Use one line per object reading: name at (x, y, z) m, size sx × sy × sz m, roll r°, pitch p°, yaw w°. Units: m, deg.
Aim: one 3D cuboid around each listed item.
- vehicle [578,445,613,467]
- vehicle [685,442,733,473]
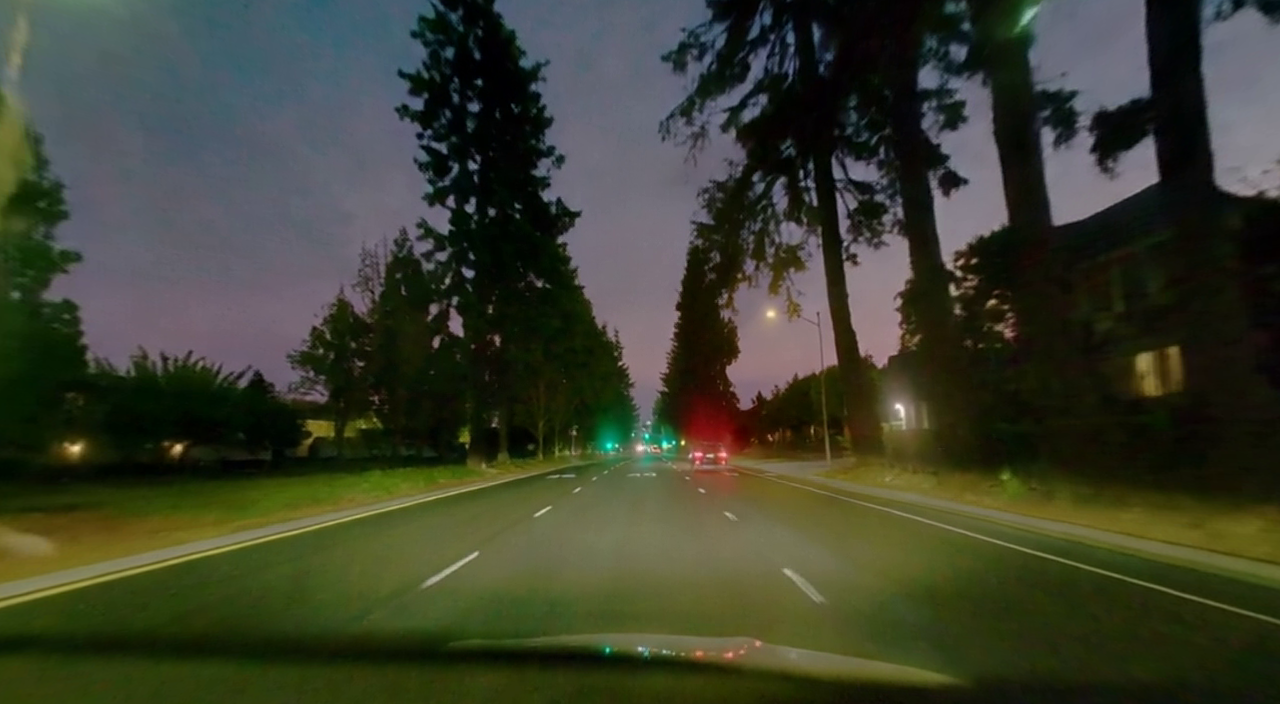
vehicle at (-3.125, 7.397, 45.156) m, size 2.011 × 1.480 × 4.517 m, roll -1°, pitch -9°, yaw 1°
vehicle at (3.522, 5.473, 32.944) m, size 1.992 × 1.511 × 4.464 m, roll 0°, pitch -9°, yaw 0°
